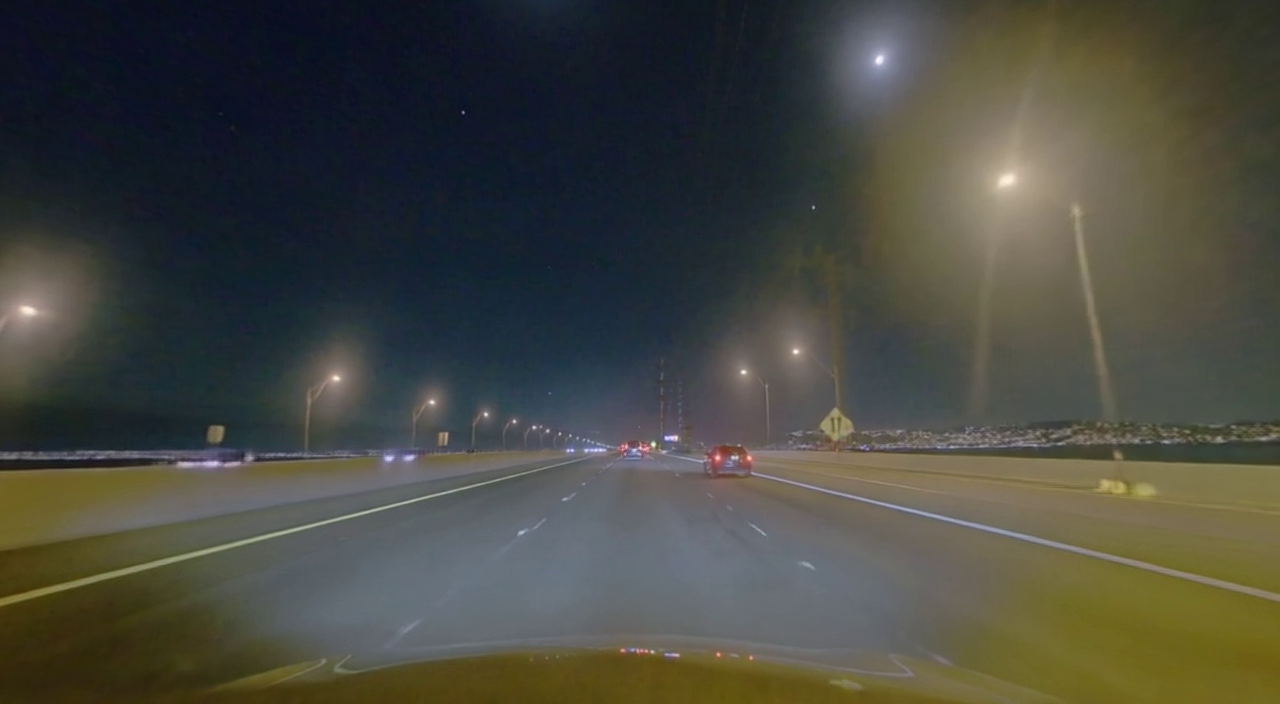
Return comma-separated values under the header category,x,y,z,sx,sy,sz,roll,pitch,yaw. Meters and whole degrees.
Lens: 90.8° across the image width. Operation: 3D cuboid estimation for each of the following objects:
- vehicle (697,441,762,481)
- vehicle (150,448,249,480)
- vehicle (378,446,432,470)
category,x,y,z,sx,sy,sz,roll,pitch,yaw
vehicle,3.497,4.354,25.560,1.890,1.490,4.373,0,-8,-1
vehicle,-23.012,5.845,33.259,1.909,1.506,4.546,0,-8,0
vehicle,-15.486,6.994,41.840,1.817,1.467,4.498,0,-8,0
